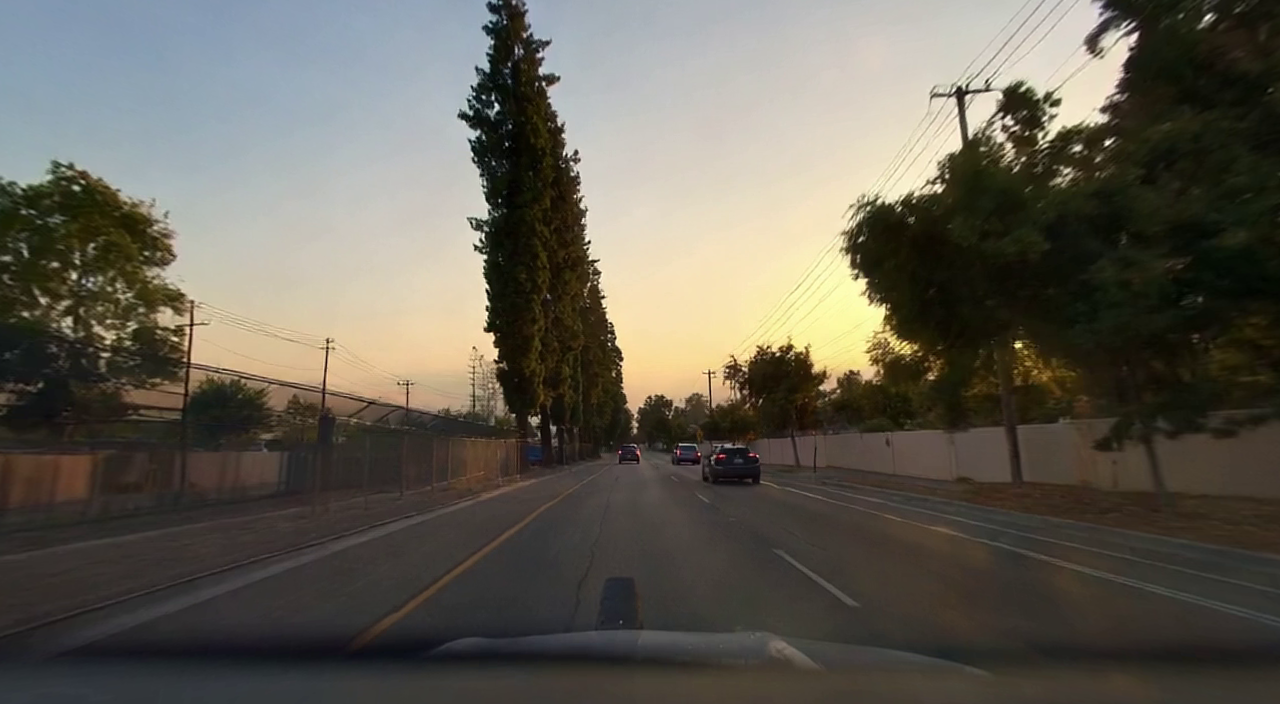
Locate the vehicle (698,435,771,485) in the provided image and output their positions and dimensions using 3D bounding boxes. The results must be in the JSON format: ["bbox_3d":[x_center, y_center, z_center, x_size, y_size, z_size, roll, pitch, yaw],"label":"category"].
[{"bbox_3d":[3.689,4.335,25.615,2.112,1.825,4.574,0,-9,-2],"label":"vehicle"}]

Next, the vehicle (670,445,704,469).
[{"bbox_3d":[3.340,7.503,45.397,2.012,1.653,4.115,0,-9,-1],"label":"vehicle"}]
